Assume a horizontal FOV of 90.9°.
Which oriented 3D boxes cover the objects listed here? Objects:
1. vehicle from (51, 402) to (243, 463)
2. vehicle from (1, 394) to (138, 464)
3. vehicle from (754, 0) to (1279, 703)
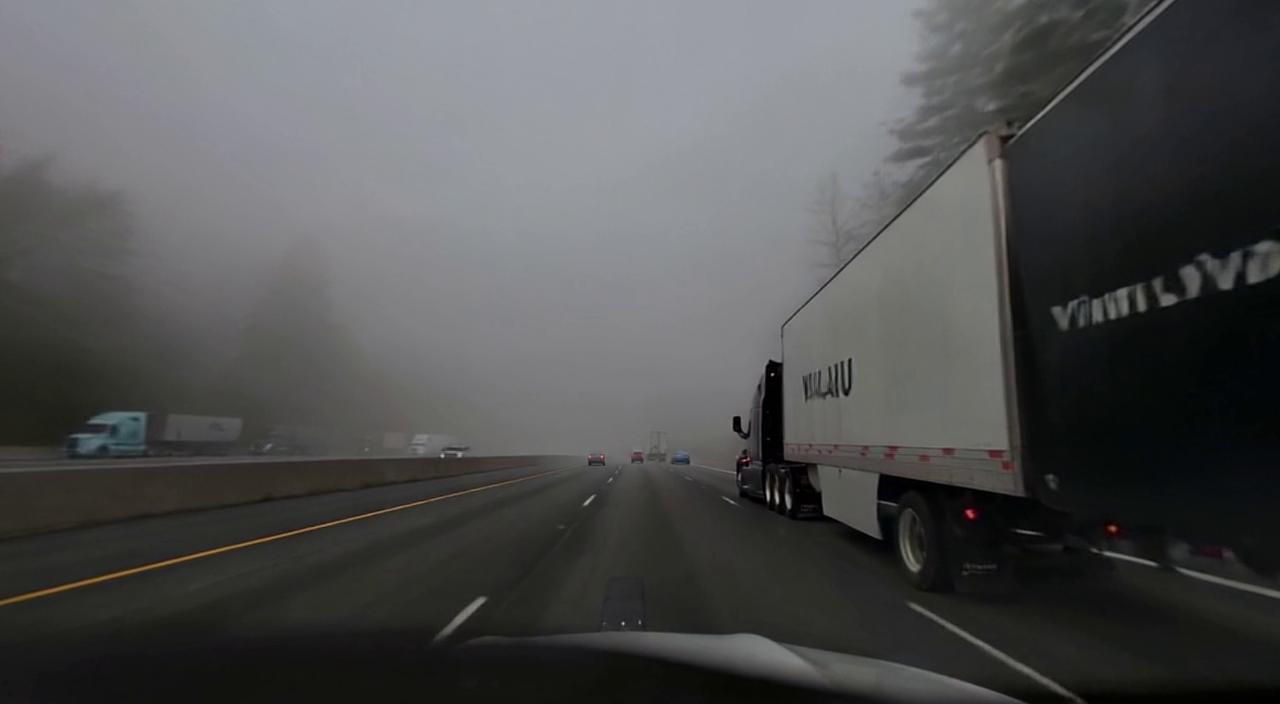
[{"bbox_3d":[-37.060,6.350,48.764,2.867,4.022,14.159,0,-8,3],"label":"vehicle"},{"bbox_3d":[-37.454,5.186,41.698,2.960,4.244,5.861,0,-9,5],"label":"vehicle"},{"bbox_3d":[4.444,0.654,8.770,2.847,4.075,14.244,0,-9,-1],"label":"vehicle"}]
